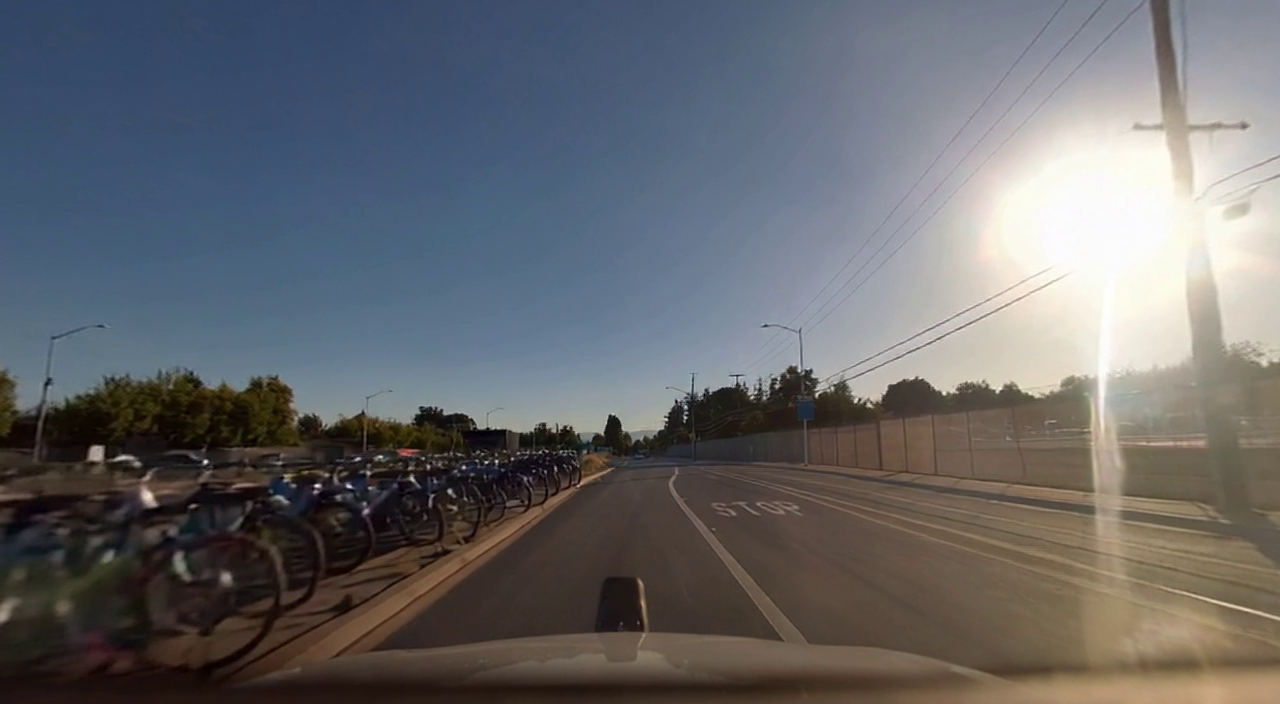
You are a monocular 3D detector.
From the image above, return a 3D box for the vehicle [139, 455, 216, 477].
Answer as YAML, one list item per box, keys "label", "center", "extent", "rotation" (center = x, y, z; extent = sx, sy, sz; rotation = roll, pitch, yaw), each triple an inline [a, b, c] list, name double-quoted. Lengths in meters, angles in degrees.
- label: "vehicle"
  center: [-33.054, 8.160, 45.216]
  extent: [4.108, 1.480, 1.800]
  rotation: [0, -9, 1]
